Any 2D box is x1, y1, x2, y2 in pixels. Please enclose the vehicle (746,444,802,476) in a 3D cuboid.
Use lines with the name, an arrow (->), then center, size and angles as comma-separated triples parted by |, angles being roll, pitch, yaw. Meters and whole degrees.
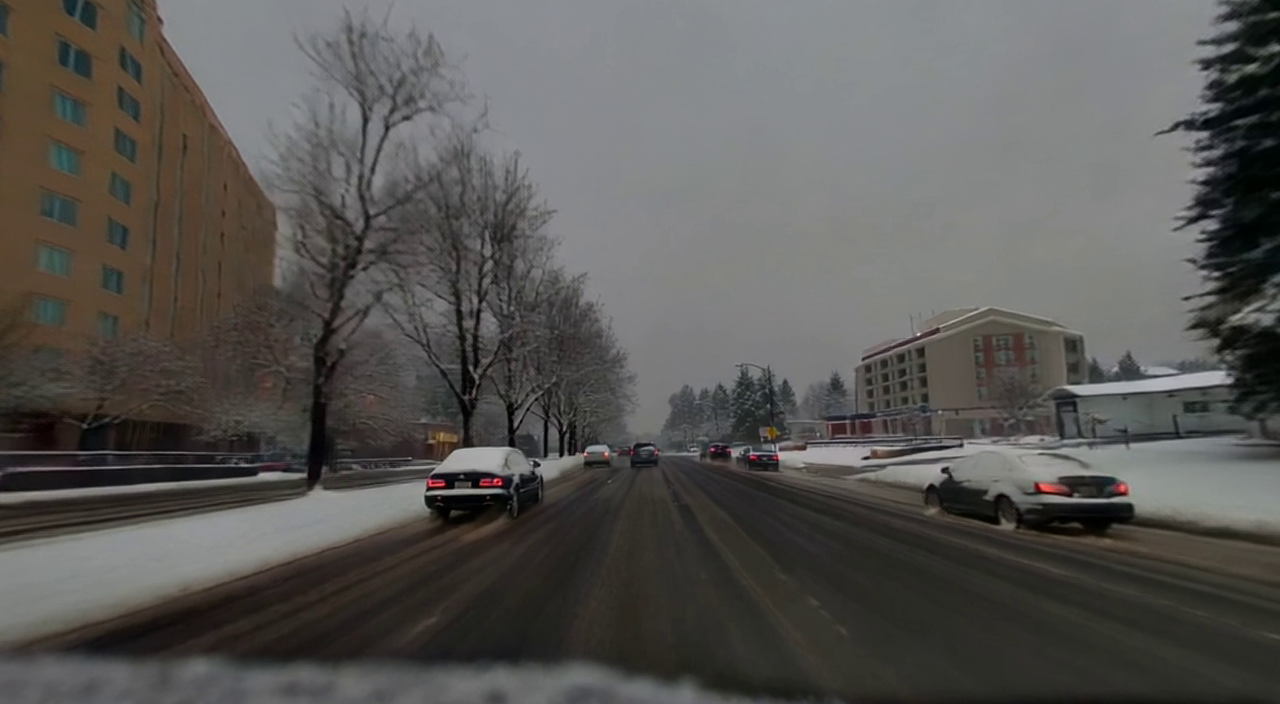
vehicle -> 6.463, 5.235, 30.841 | 1.884, 1.458, 4.245 | 0, -8, 2

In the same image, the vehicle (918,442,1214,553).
vehicle -> 6.758, 2.296, 10.815 | 1.865, 1.458, 4.605 | 0, -8, 0

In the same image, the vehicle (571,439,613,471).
vehicle -> -2.860, 6.281, 38.606 | 2.117, 1.799, 4.442 | 0, -8, 2

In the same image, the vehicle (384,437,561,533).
vehicle -> -2.932, 2.432, 12.195 | 2.095, 1.486, 4.411 | 0, -8, 2

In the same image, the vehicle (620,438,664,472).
vehicle -> 0.148, 5.836, 35.848 | 2.304, 1.795, 4.526 | 0, -8, 1
